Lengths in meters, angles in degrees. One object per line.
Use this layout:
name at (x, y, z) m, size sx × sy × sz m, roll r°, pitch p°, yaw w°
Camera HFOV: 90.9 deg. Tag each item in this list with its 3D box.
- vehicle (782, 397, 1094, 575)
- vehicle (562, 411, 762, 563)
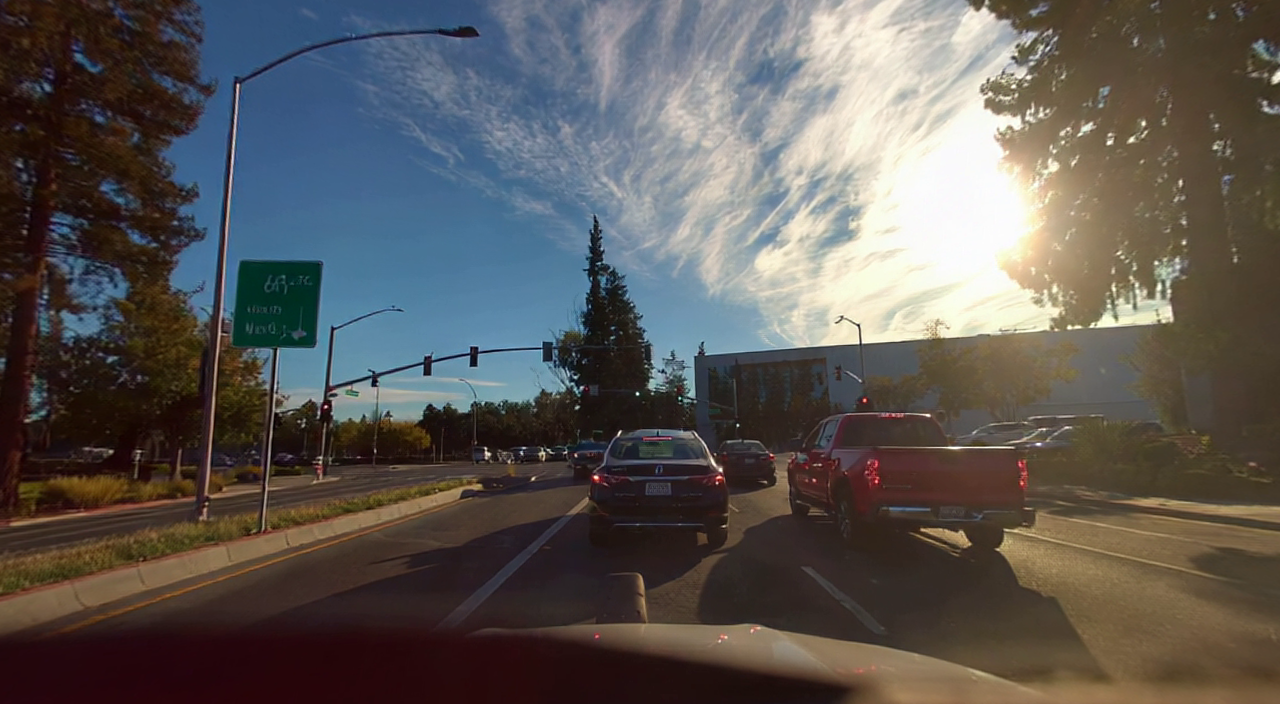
vehicle at (3.391, 1.628, 8.366) m, size 2.099 × 1.725 × 4.290 m, roll 0°, pitch -8°, yaw 2°
vehicle at (0.249, 1.778, 8.965) m, size 2.168 × 1.641 × 4.039 m, roll 0°, pitch -8°, yaw 0°
